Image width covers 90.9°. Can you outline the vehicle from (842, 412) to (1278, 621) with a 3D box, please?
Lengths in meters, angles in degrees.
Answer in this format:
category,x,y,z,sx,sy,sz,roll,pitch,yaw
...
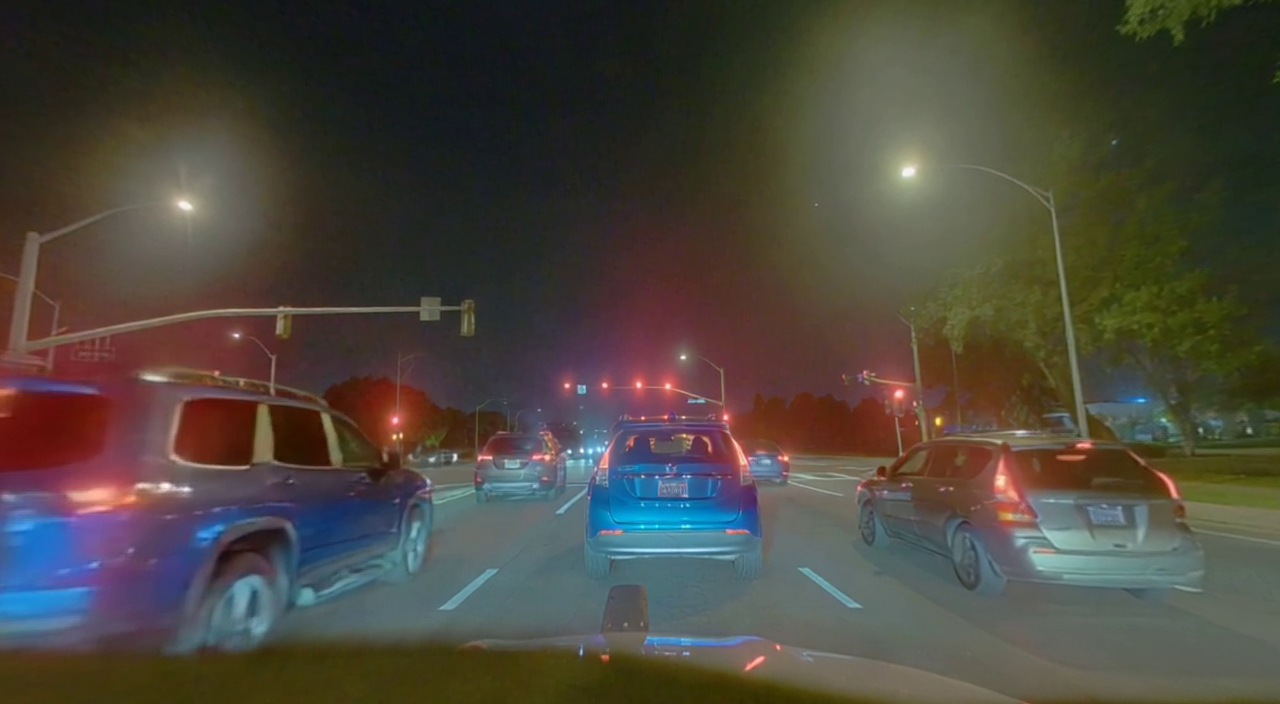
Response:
category,x,y,z,sx,sy,sz,roll,pitch,yaw
vehicle,3.902,1.562,6.929,1.954,1.592,3.992,0,-8,-1

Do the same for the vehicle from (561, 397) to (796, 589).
category,x,y,z,sx,sy,sz,roll,pitch,yaw
vehicle,0.374,1.630,8.091,2.172,1.764,4.338,0,-8,1

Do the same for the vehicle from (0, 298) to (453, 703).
category,x,y,z,sx,sy,sz,roll,pitch,yaw
vehicle,-3.195,1.063,4.568,2.209,1.828,4.847,0,-8,0

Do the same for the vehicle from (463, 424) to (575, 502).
category,x,y,z,sx,sy,sz,roll,pitch,yaw
vehicle,-3.121,2.998,17.436,2.054,1.814,4.941,0,-8,1
